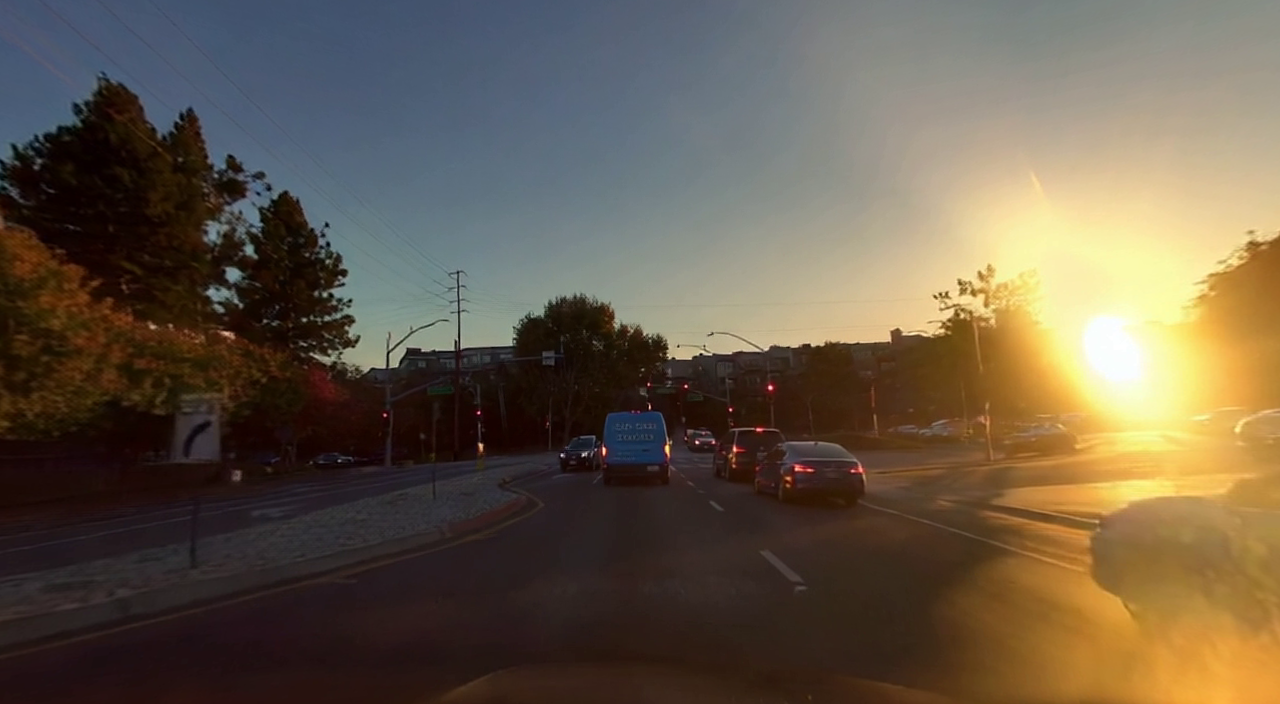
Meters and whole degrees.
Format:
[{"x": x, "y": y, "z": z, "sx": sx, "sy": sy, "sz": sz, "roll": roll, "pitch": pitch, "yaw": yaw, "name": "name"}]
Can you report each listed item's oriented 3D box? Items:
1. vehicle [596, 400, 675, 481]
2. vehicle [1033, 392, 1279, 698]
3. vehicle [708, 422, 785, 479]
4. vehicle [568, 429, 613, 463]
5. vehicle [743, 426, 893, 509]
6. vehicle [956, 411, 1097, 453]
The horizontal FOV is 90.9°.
[{"x": -0.038, "y": 3.082, "z": 21.965, "sx": 2.422, "sy": 2.488, "sz": 4.992, "roll": -1, "pitch": -8, "yaw": 3, "name": "vehicle"}, {"x": 4.150, "y": 0.877, "z": 2.589, "sx": 1.967, "sy": 1.506, "sz": 4.968, "roll": 0, "pitch": -8, "yaw": 1, "name": "vehicle"}, {"x": 3.561, "y": 3.383, "z": 21.896, "sx": 1.965, "sy": 1.771, "sz": 4.295, "roll": 0, "pitch": -8, "yaw": 0, "name": "vehicle"}, {"x": -2.732, "y": 5.326, "z": 35.667, "sx": 2.203, "sy": 1.786, "sz": 4.249, "roll": 0, "pitch": -8, "yaw": 0, "name": "vehicle"}, {"x": 3.569, "y": 2.405, "z": 13.639, "sx": 1.951, "sy": 1.483, "sz": 4.582, "roll": 0, "pitch": -8, "yaw": 1, "name": "vehicle"}, {"x": 16.998, "y": 3.564, "z": 27.918, "sx": 4.842, "sy": 1.792, "sz": 1.963, "roll": -1, "pitch": -8, "yaw": 2, "name": "vehicle"}]
